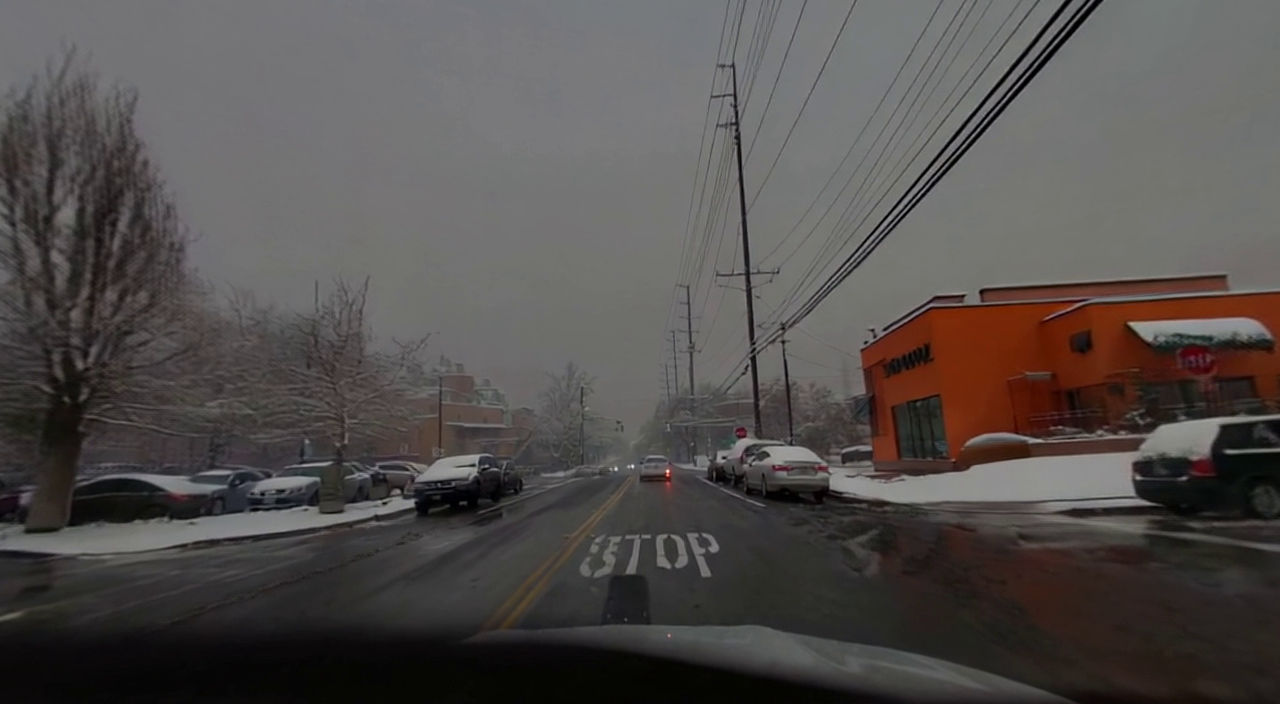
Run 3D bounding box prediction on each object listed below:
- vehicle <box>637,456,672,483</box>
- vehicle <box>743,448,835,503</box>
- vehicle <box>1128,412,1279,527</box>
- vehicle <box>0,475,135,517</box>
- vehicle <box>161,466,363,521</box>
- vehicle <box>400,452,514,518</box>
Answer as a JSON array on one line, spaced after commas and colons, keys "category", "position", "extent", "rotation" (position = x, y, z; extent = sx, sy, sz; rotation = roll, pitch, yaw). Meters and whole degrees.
[{"category": "vehicle", "position": [0.971, 7.211, 38.800], "extent": [2.033, 1.464, 4.645], "rotation": [0, -8, 3]}, {"category": "vehicle", "position": [4.390, 3.678, 19.290], "extent": [1.840, 1.452, 4.517], "rotation": [0, -8, 2]}, {"category": "vehicle", "position": [11.558, 1.908, 10.511], "extent": [5.255, 1.688, 1.994], "rotation": [1, -9, -4]}, {"category": "vehicle", "position": [-23.073, 5.627, 24.767], "extent": [4.660, 1.488, 1.930], "rotation": [0, -8, -2]}, {"category": "vehicle", "position": [-11.567, 4.347, 19.604], "extent": [4.968, 1.493, 1.961], "rotation": [0, -8, -2]}, {"category": "vehicle", "position": [-5.625, 4.115, 20.185], "extent": [2.146, 1.775, 5.117], "rotation": [0, -8, -1]}]
